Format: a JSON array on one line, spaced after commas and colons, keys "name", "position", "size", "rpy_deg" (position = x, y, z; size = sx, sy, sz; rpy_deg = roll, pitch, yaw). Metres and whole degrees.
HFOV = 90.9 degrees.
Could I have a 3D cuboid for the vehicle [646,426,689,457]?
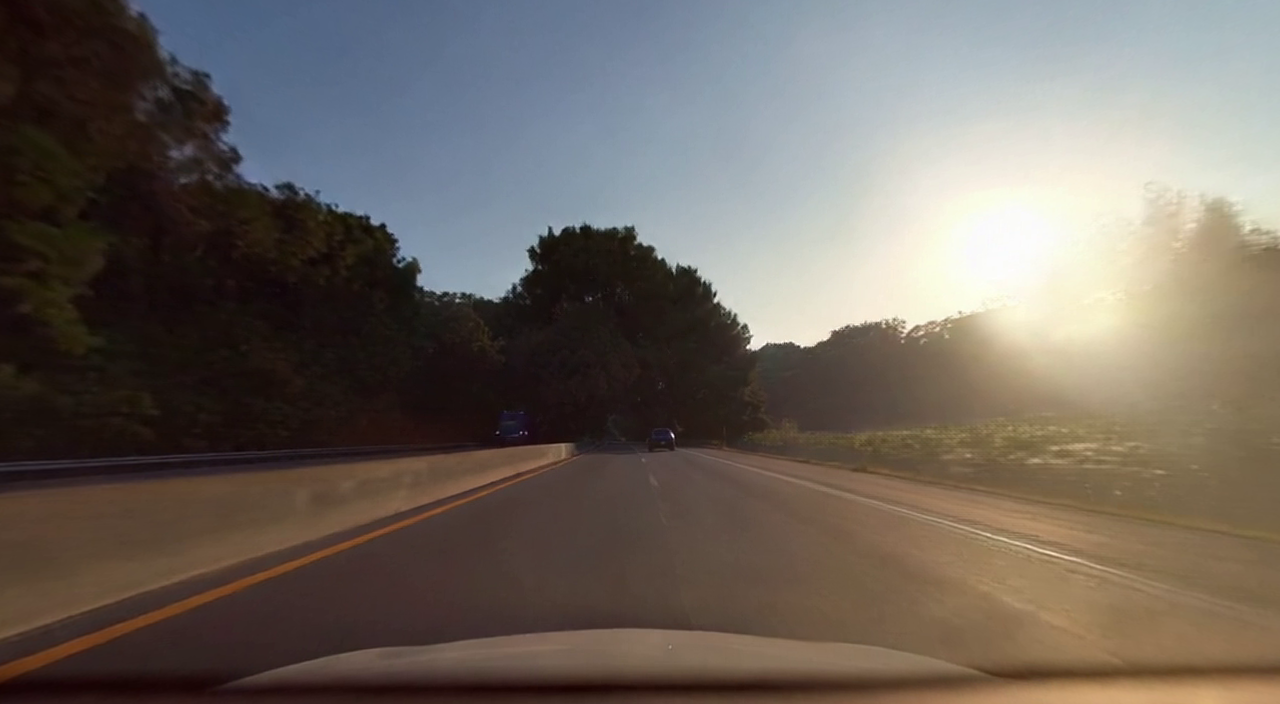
[{"name": "vehicle", "position": [1.607, 5.458, 38.552], "size": [2.240, 1.801, 4.545], "rpy_deg": [0, -8, -2]}]
